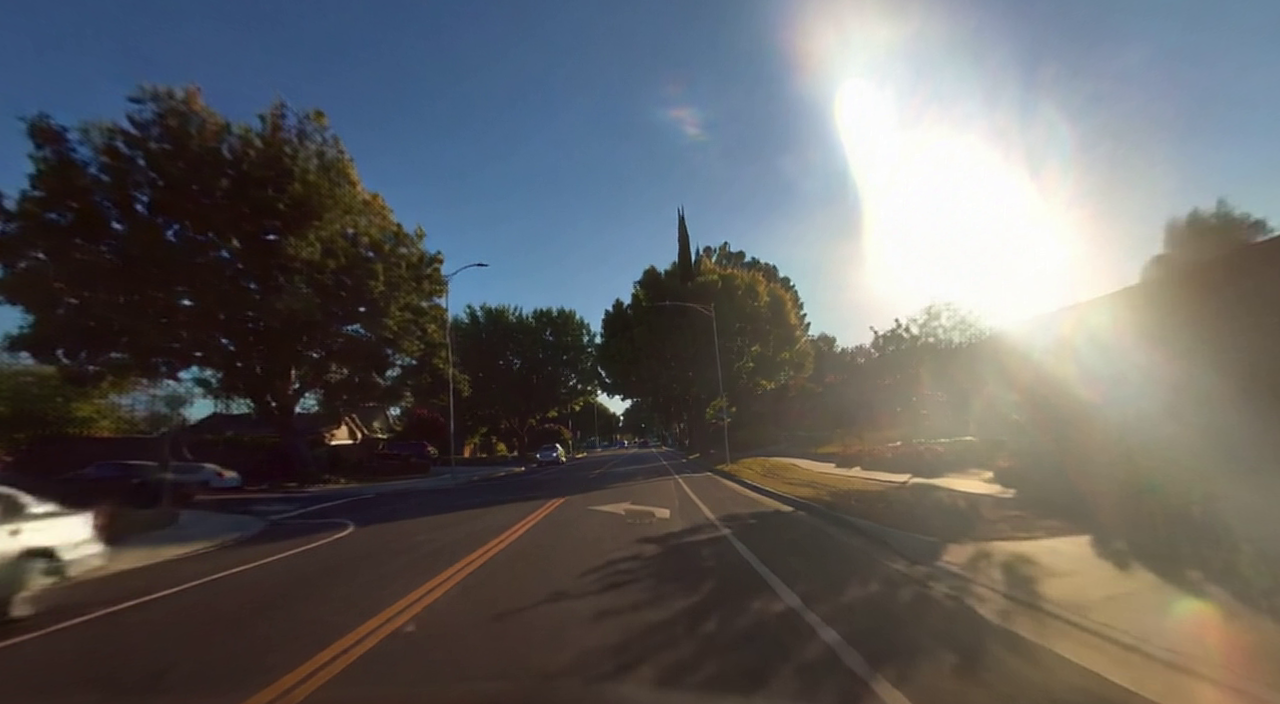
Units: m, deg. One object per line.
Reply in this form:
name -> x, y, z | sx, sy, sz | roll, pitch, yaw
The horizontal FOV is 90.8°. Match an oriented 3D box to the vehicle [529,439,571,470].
vehicle -> -6.408, 7.383, 45.488 | 2.176, 1.885, 5.174 | -5, -9, 0

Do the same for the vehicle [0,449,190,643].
vehicle -> -6.835, 1.704, 5.250 | 1.984, 1.732, 5.628 | -1, -9, 1
